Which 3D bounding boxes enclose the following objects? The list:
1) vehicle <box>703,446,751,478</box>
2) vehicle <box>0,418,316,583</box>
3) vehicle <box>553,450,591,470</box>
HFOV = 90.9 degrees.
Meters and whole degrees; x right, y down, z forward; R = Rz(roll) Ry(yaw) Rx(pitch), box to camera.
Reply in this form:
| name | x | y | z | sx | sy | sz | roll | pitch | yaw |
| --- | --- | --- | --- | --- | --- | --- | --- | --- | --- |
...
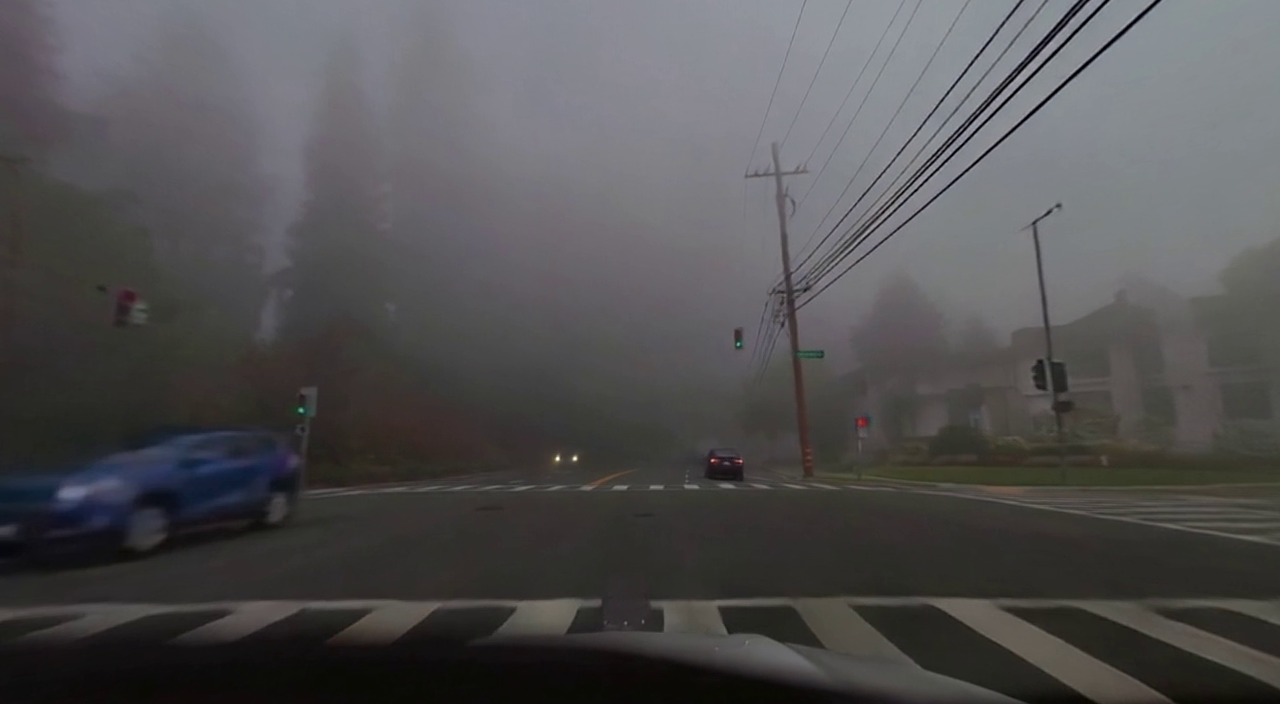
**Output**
| name | x | y | z | sx | sy | sz | roll | pitch | yaw |
| --- | --- | --- | --- | --- | --- | --- | --- | --- | --- |
| vehicle | 4.382 | 5.588 | 32.272 | 1.951 | 1.479 | 4.487 | 0 | -8 | 2 |
| vehicle | -6.823 | 1.910 | 8.987 | 1.959 | 1.741 | 4.393 | 0 | -8 | 1 |
| vehicle | -5.176 | 8.242 | 48.315 | 1.985 | 1.463 | 4.294 | -1 | -8 | 7 |
